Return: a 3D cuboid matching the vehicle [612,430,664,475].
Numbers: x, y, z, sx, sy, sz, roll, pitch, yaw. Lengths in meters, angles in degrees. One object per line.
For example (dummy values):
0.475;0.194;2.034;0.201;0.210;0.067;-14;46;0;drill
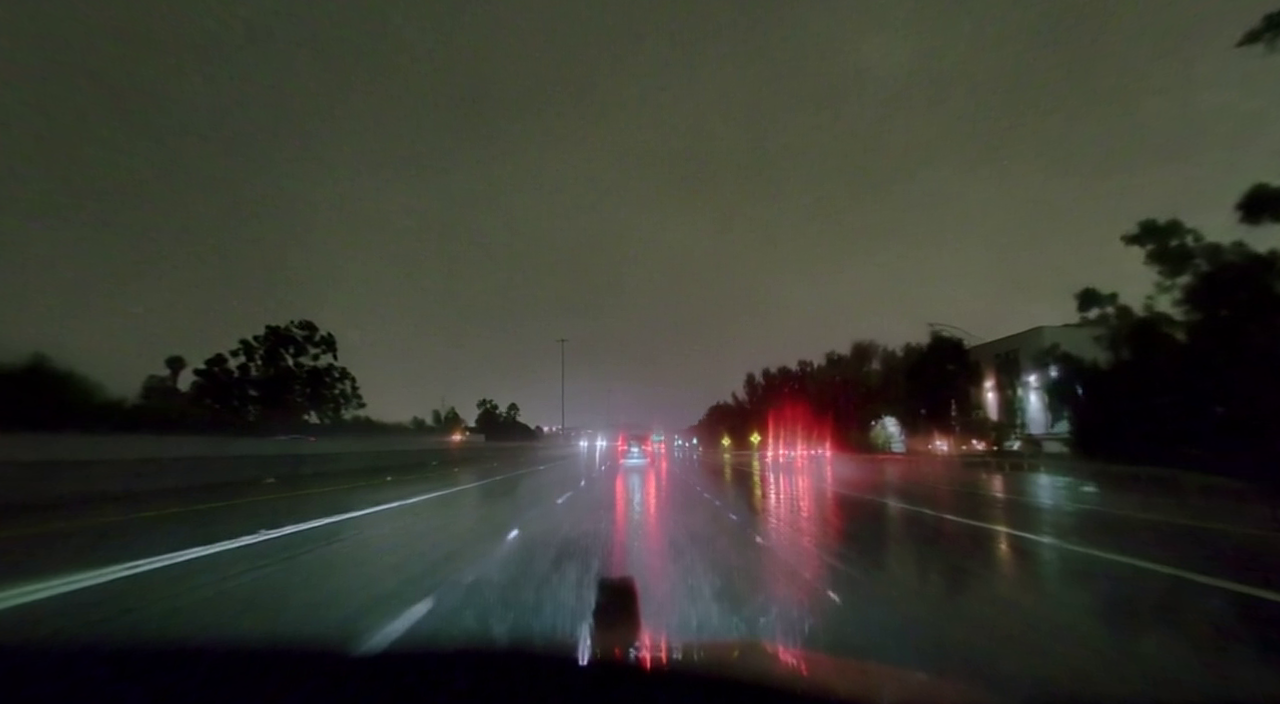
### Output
-0.095;4.772;30.204;2.269;1.924;4.596;0;-8;0;vehicle
